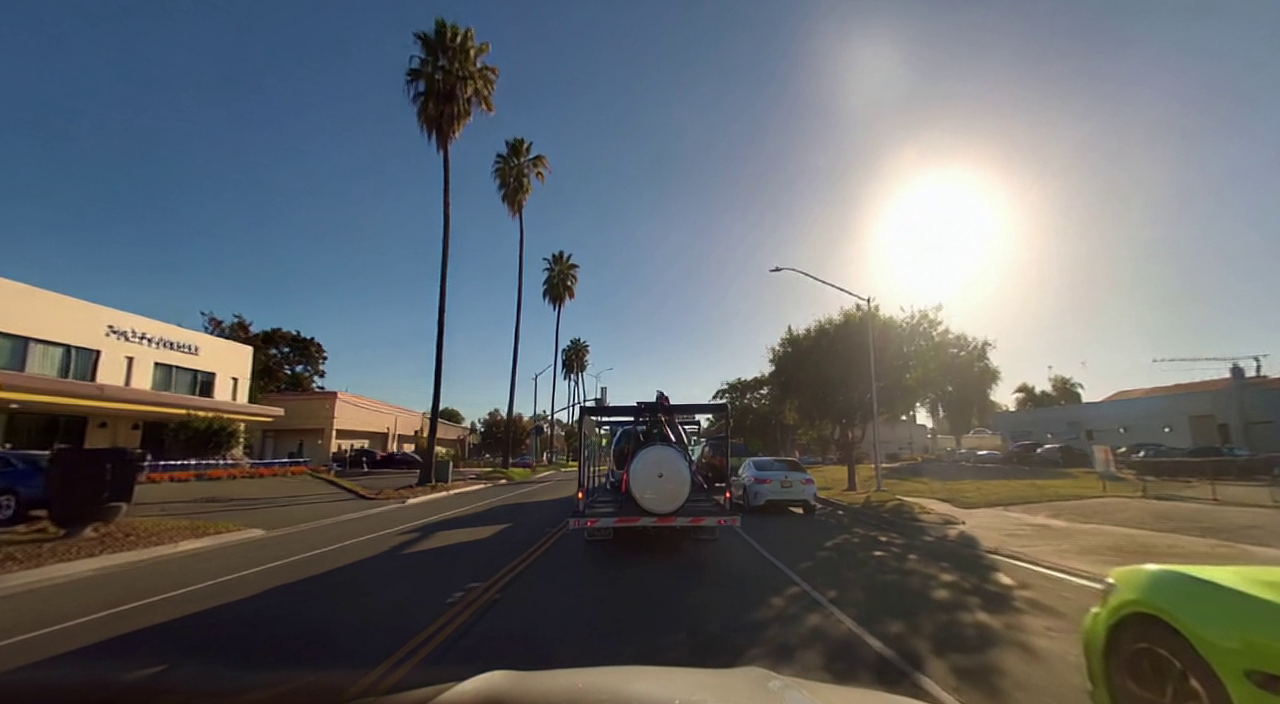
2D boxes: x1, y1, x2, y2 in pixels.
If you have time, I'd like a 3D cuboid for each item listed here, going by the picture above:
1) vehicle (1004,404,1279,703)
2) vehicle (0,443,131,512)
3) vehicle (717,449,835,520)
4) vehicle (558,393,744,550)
[{"bbox_3d":[2.997,0.755,0.746,2.171,1.520,4.853,0,-8,-1],"label":"vehicle"},{"bbox_3d":[-15.147,2.912,14.825,4.490,1.500,1.875,0,-9,-2],"label":"vehicle"},{"bbox_3d":[3.205,3.205,15.748,2.010,1.499,4.107,0,-9,0],"label":"vehicle"},{"bbox_3d":[0.187,2.246,12.579,2.728,2.305,6.506,0,-9,1],"label":"vehicle"}]
